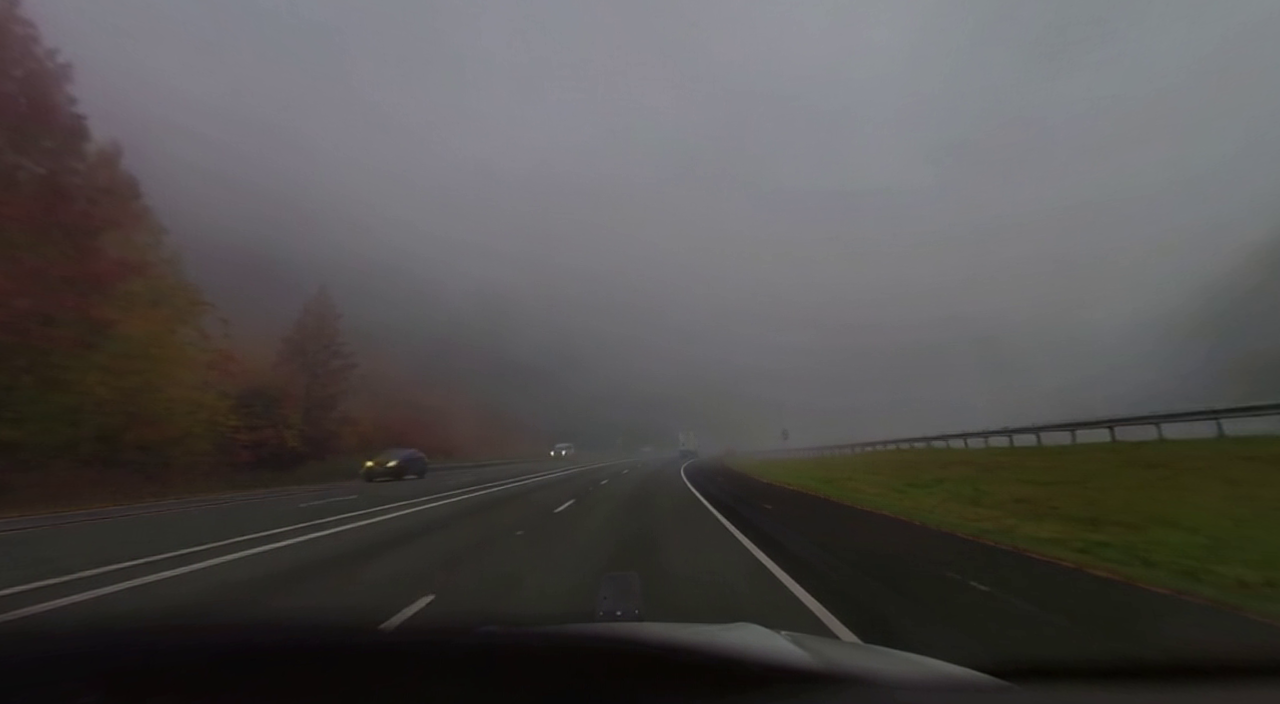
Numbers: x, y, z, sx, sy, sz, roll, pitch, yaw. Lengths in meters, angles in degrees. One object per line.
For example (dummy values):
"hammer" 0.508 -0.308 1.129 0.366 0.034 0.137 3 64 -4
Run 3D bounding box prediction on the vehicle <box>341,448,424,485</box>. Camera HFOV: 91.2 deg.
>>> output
"vehicle" -11.824 5.260 29.132 1.863 1.543 4.130 -1 -9 4
